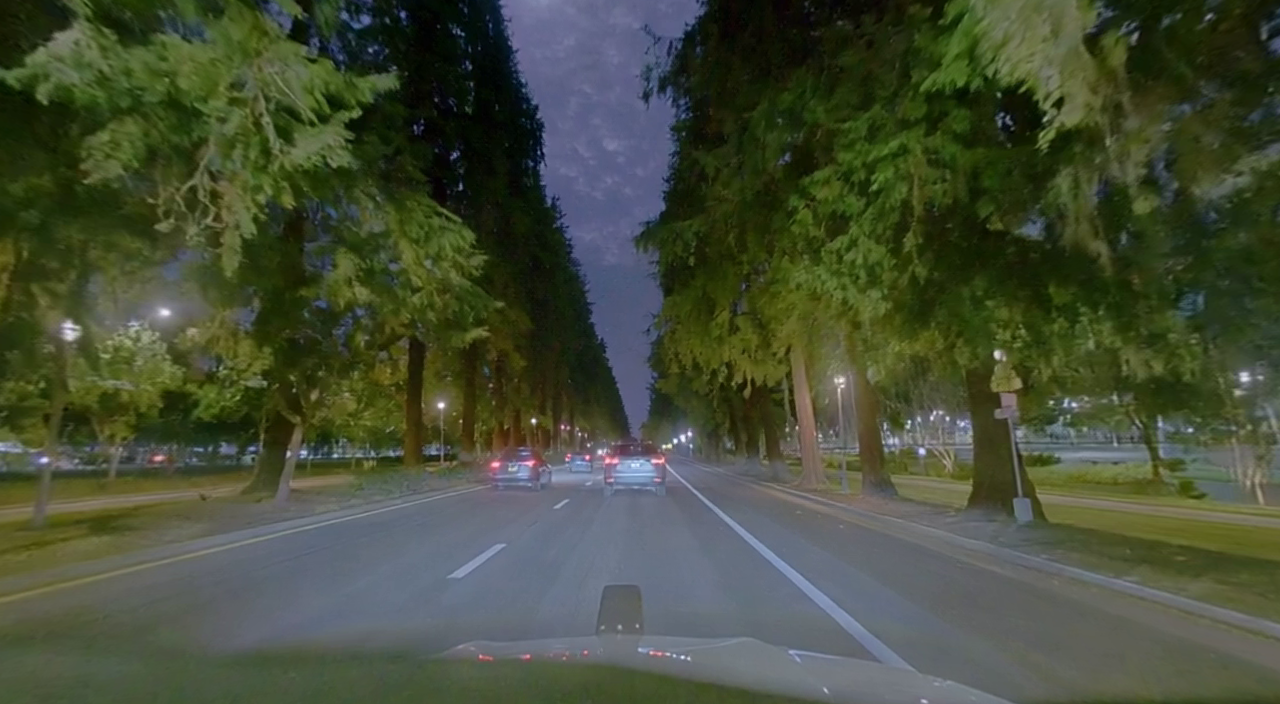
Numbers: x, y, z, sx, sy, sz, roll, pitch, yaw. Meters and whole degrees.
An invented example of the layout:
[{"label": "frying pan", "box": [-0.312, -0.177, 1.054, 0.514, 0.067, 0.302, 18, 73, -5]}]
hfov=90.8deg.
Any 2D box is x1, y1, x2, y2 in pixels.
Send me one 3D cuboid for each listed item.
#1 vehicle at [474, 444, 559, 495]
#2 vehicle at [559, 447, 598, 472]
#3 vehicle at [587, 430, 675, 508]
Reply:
[{"label": "vehicle", "box": [-4.006, 3.863, 21.253, 1.936, 1.538, 4.016, 0, -8, 2]}, {"label": "vehicle", "box": [-3.902, 6.882, 40.639, 1.959, 1.485, 4.452, 0, -8, 2]}, {"label": "vehicle", "box": [-0.203, 3.001, 16.636, 2.018, 1.769, 3.897, 0, -8, 0]}]
